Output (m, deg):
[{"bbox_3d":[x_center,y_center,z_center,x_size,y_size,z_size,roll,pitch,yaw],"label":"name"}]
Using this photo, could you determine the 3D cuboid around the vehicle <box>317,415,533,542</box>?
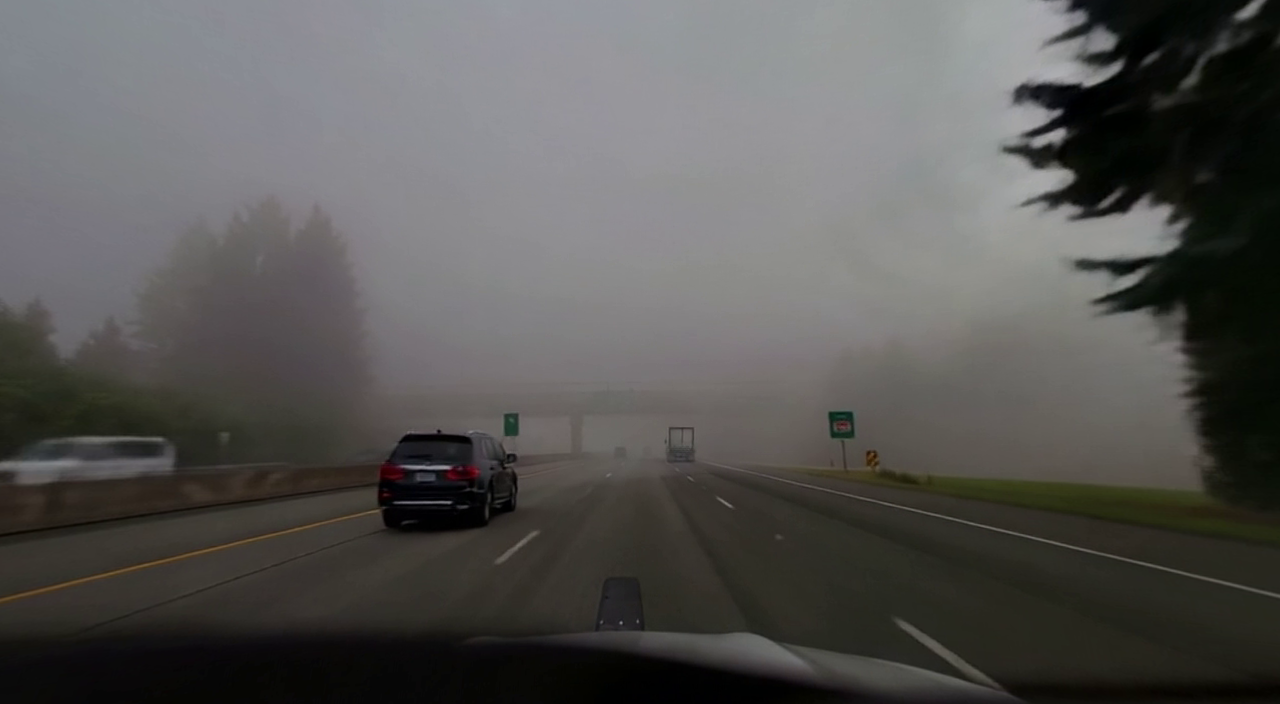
[{"bbox_3d":[-3.440,2.140,11.286,2.238,1.792,4.518,0,-9,0],"label":"vehicle"}]
